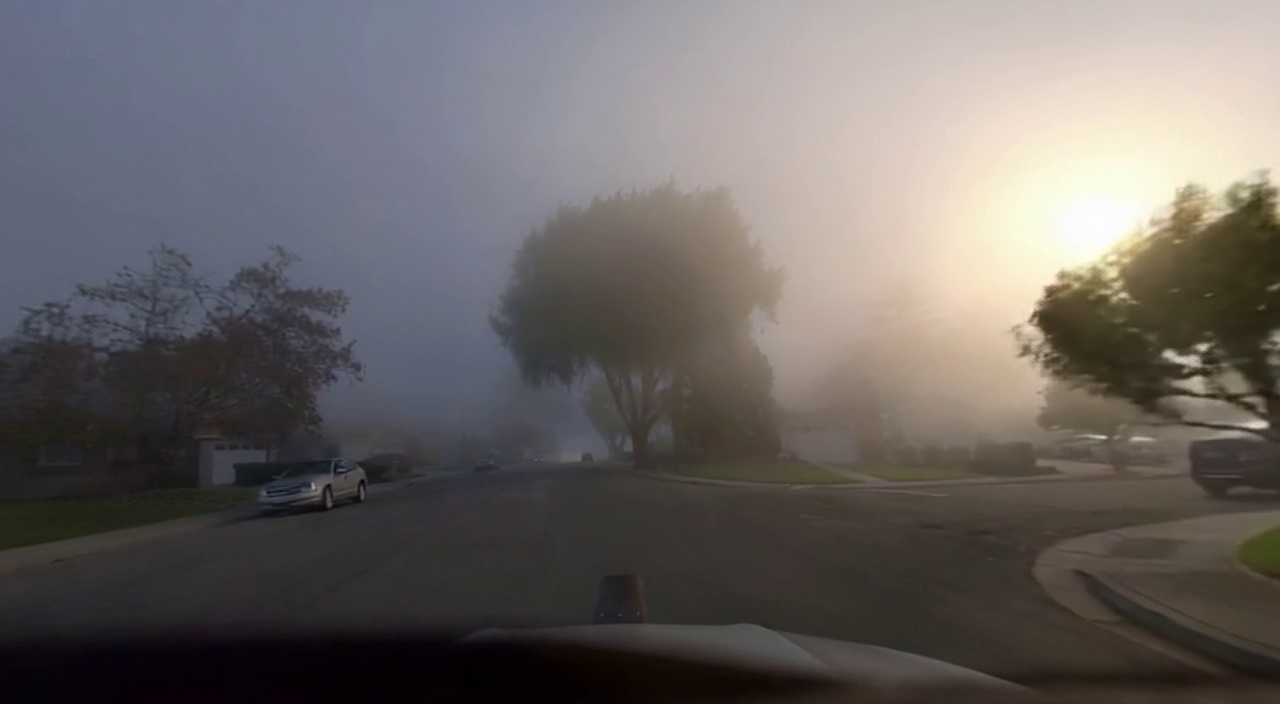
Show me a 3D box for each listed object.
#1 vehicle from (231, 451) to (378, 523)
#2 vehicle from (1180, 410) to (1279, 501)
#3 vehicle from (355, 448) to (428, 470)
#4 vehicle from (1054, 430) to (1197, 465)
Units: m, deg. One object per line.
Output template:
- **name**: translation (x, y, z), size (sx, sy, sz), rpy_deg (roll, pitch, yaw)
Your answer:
- **vehicle**: translation (-8.549, 3.431, 16.543), size (1.938, 1.499, 4.290), rpy_deg (-2, -9, -7)
- **vehicle**: translation (15.167, 2.245, 13.837), size (4.933, 1.817, 2.014), rpy_deg (1, -9, -7)
- **vehicle**: translation (-19.517, 8.409, 49.571), size (4.850, 1.676, 1.920), rpy_deg (0, -9, -3)
- **vehicle**: translation (21.903, 4.354, 28.746), size (1.932, 1.464, 5.044), rpy_deg (2, -9, -11)
